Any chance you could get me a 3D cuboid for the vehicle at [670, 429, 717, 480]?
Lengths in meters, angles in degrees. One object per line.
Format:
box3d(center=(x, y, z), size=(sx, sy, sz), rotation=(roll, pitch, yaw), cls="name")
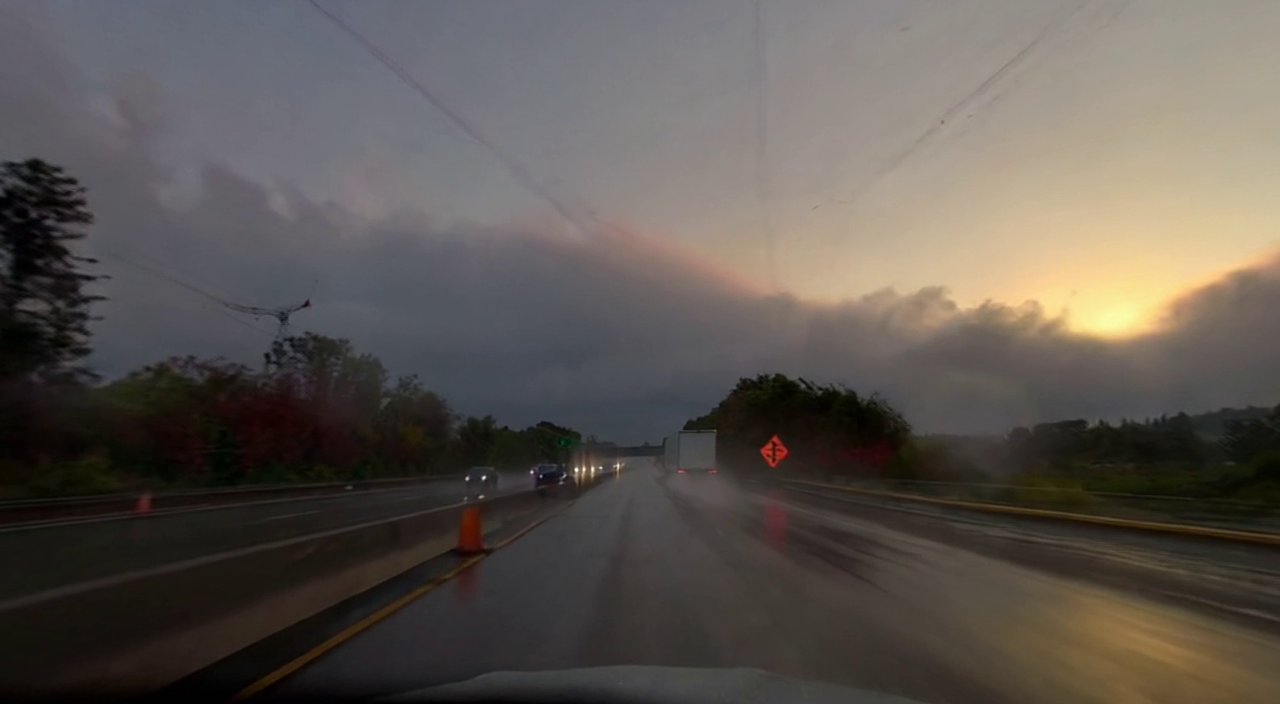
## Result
box3d(center=(3.954, 7.787, 47.984), size=(2.806, 3.499, 5.698), rotation=(-2, -9, -1), cls="vehicle")
